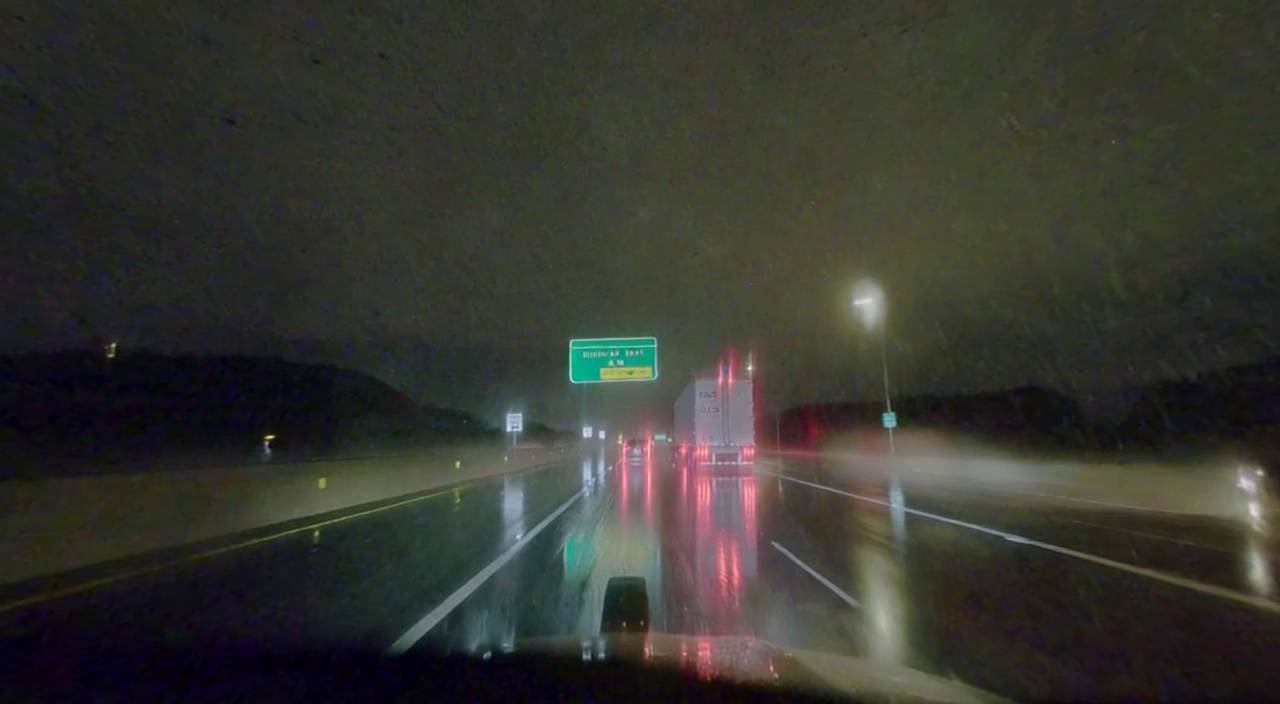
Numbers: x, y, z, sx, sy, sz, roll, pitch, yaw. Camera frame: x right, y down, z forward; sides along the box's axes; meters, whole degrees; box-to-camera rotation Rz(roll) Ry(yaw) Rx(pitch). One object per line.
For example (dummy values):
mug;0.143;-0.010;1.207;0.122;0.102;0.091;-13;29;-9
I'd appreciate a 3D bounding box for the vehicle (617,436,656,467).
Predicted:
vehicle;-0.180;5.603;35.595;2.050;1.654;4.192;0;-8;0

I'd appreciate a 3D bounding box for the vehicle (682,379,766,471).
vehicle;4.084;3.990;33.170;3.014;4.068;10.359;0;-8;0
